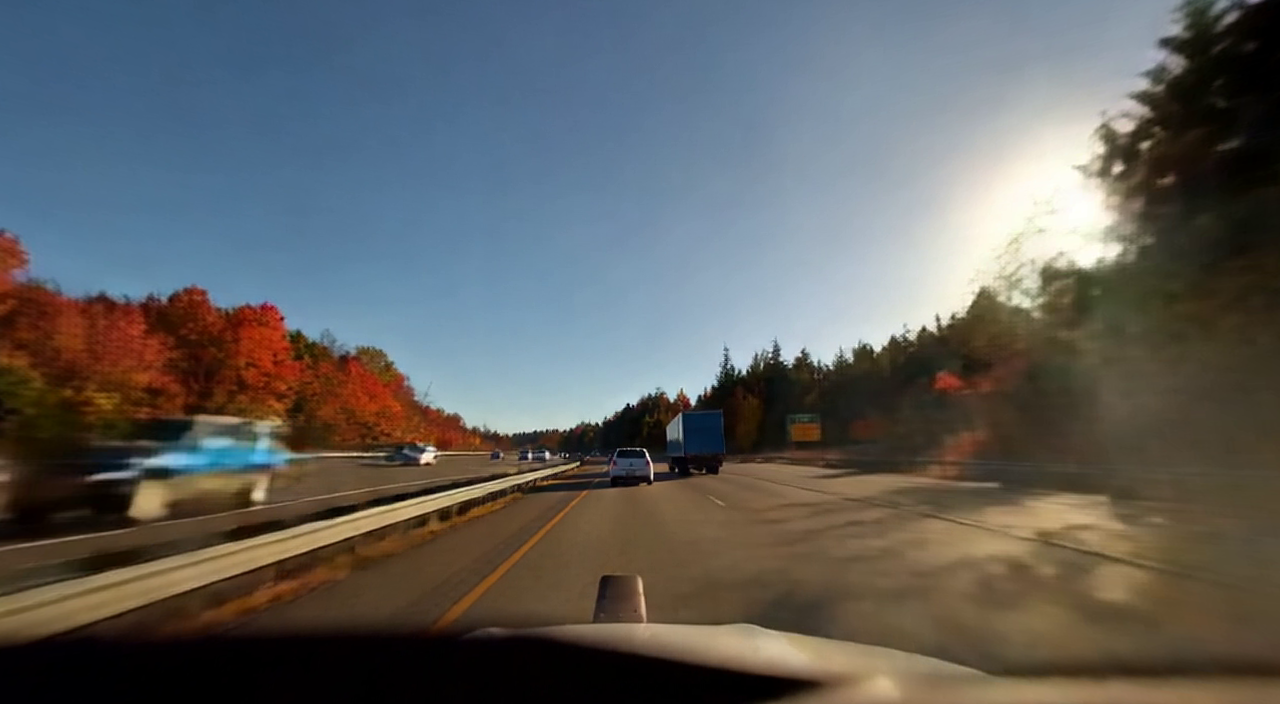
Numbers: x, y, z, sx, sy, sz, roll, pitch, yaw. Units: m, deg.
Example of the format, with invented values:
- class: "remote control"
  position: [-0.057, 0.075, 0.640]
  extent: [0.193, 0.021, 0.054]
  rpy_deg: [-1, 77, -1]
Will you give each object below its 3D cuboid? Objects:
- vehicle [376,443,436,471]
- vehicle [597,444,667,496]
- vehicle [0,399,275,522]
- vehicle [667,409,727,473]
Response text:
- class: "vehicle"
  position: [-14.022, 6.345, 37.851]
  extent: [1.953, 1.544, 4.444]
  rpy_deg: [0, -9, -1]
- class: "vehicle"
  position: [-0.306, 3.872, 20.938]
  extent: [2.099, 1.506, 4.097]
  rpy_deg: [0, -9, -1]
- class: "vehicle"
  position: [-9.296, 1.986, 11.721]
  extent: [2.175, 1.804, 4.631]
  rpy_deg: [0, -9, -1]
- class: "vehicle"
  position: [3.908, 6.832, 46.968]
  extent: [2.900, 4.013, 14.455]
  rpy_deg: [1, -10, -1]
